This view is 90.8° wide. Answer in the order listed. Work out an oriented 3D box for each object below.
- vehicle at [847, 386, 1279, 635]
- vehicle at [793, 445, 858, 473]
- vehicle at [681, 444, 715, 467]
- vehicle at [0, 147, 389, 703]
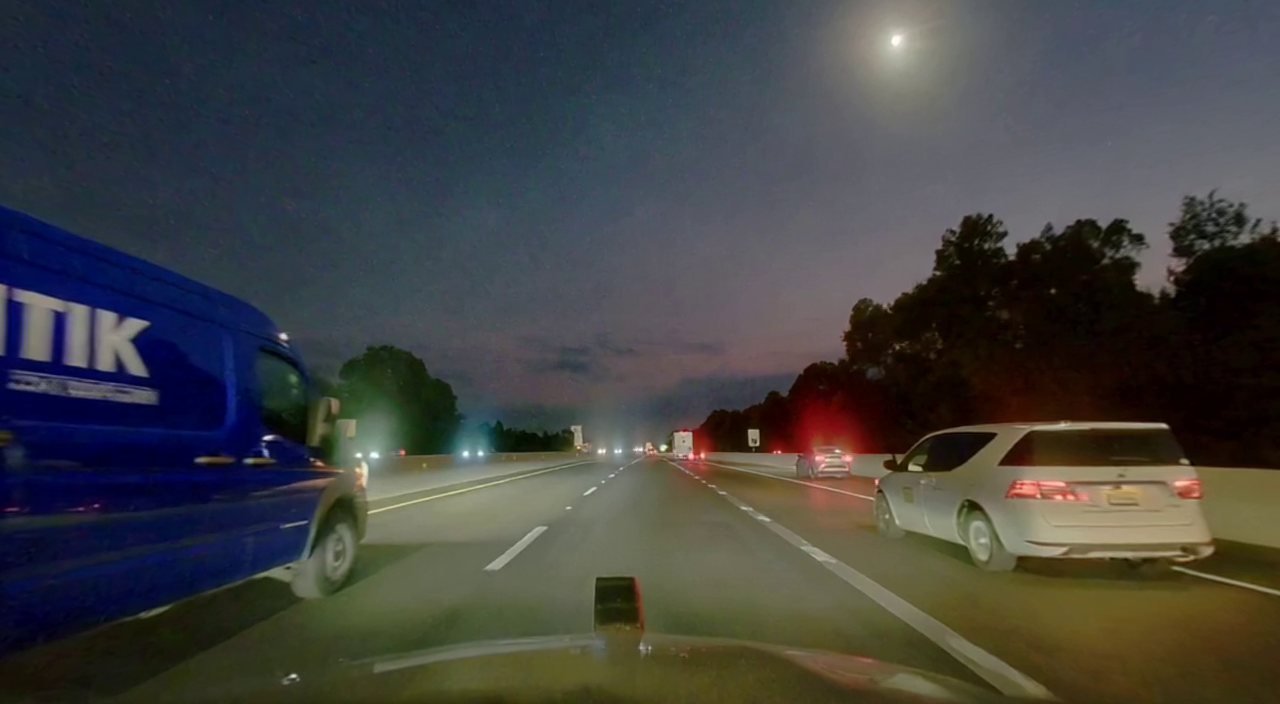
[{"bbox_3d":[4.132,1.464,6.841,2.025,1.706,4.797,0,-9,-1],"label":"vehicle"},{"bbox_3d":[10.517,6.085,36.105,1.838,1.490,4.460,1,-9,-8],"label":"vehicle"},{"bbox_3d":[4.390,7.880,48.286,2.066,1.638,4.158,0,-9,-1],"label":"vehicle"},{"bbox_3d":[-4.027,0.573,3.642,2.380,2.648,6.879,0,-9,-1],"label":"vehicle"}]
